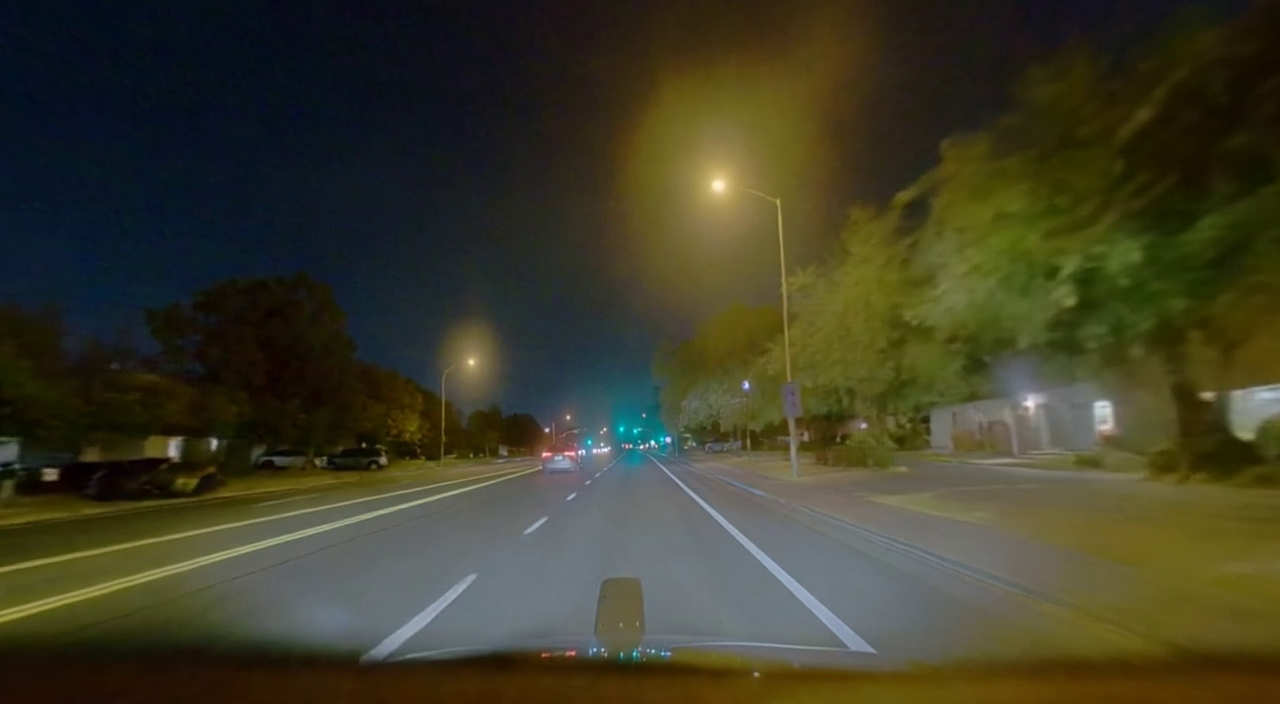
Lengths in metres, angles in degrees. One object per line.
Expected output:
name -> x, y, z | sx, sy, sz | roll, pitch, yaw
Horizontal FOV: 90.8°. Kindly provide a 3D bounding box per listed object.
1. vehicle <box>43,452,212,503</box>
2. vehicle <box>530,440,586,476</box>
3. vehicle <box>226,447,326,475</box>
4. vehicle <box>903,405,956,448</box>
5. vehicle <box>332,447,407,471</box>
vehicle -> -19.709, 4.823, 24.484 | 4.802, 1.511, 1.866 | -2, -7, -5
vehicle -> -3.611, 4.741, 28.508 | 2.030, 1.467, 4.251 | 0, -8, -1
vehicle -> -26.395, 7.911, 45.978 | 6.046, 1.942, 2.085 | -1, -8, 3
vehicle -> 17.597, 4.583, 38.161 | 2.153, 2.355, 5.958 | -5, -9, 30
vehicle -> -21.079, 8.330, 49.356 | 4.866, 1.749, 2.158 | 0, -8, 2
